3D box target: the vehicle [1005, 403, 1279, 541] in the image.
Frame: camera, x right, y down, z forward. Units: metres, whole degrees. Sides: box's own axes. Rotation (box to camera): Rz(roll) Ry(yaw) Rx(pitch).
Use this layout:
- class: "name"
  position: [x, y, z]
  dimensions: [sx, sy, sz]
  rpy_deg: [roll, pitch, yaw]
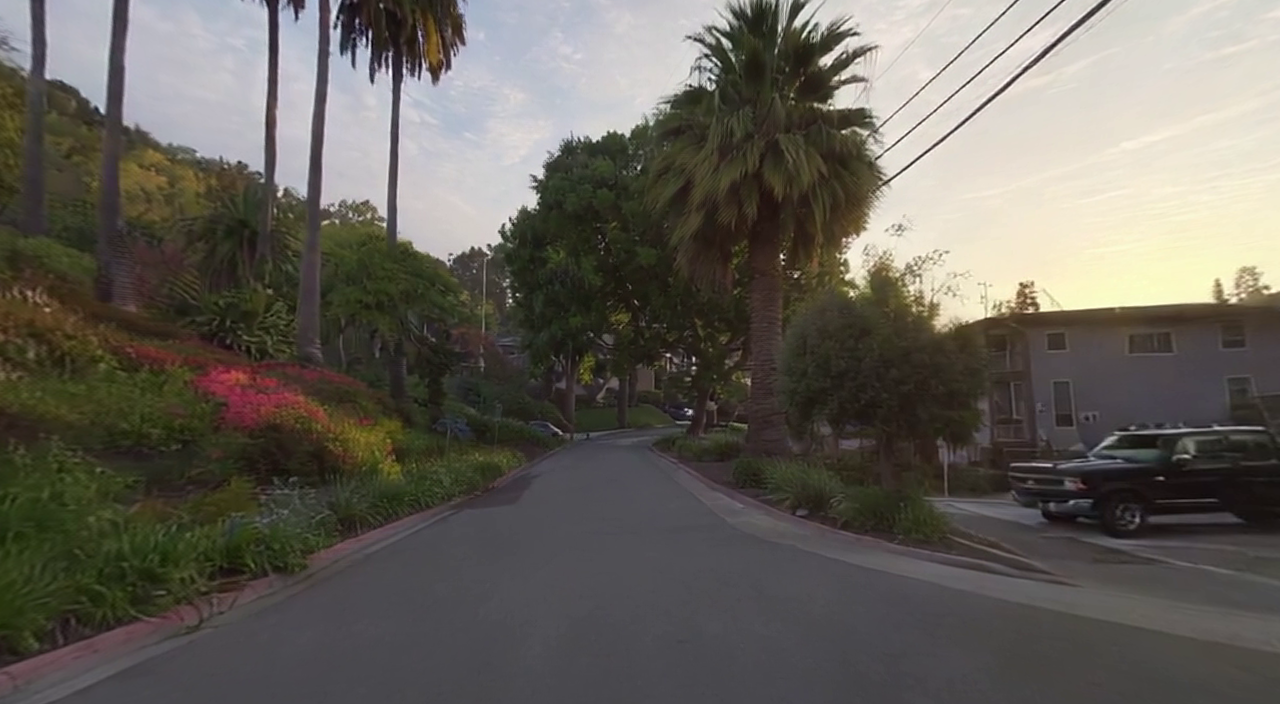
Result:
- class: "vehicle"
  position: [9.403, 2.043, 10.878]
  dimensions: [5.663, 1.913, 2.170]
  rpy_deg: [5, -10, -21]
